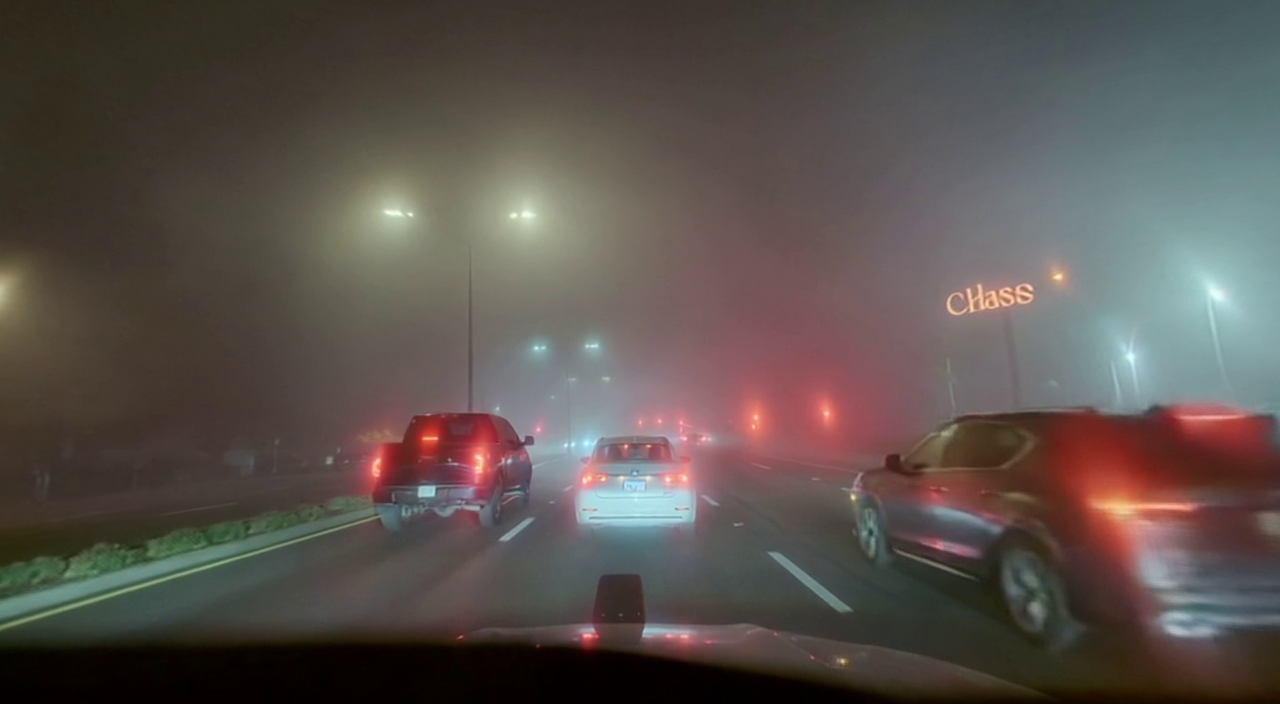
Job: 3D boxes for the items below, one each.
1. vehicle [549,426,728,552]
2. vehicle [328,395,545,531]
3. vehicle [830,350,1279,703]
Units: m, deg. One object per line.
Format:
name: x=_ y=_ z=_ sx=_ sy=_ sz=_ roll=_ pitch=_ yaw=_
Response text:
vehicle: x=-0.071 y=1.932 z=9.569 sx=2.126 sy=1.475 sz=3.967 roll=0 pitch=-8 yaw=-2
vehicle: x=-3.413 y=2.038 z=12.110 sx=2.301 sy=1.985 sz=5.531 roll=0 pitch=-8 yaw=0
vehicle: x=3.337 y=1.165 z=5.001 sx=2.092 sy=1.658 sz=4.814 roll=0 pitch=-8 yaw=-1
